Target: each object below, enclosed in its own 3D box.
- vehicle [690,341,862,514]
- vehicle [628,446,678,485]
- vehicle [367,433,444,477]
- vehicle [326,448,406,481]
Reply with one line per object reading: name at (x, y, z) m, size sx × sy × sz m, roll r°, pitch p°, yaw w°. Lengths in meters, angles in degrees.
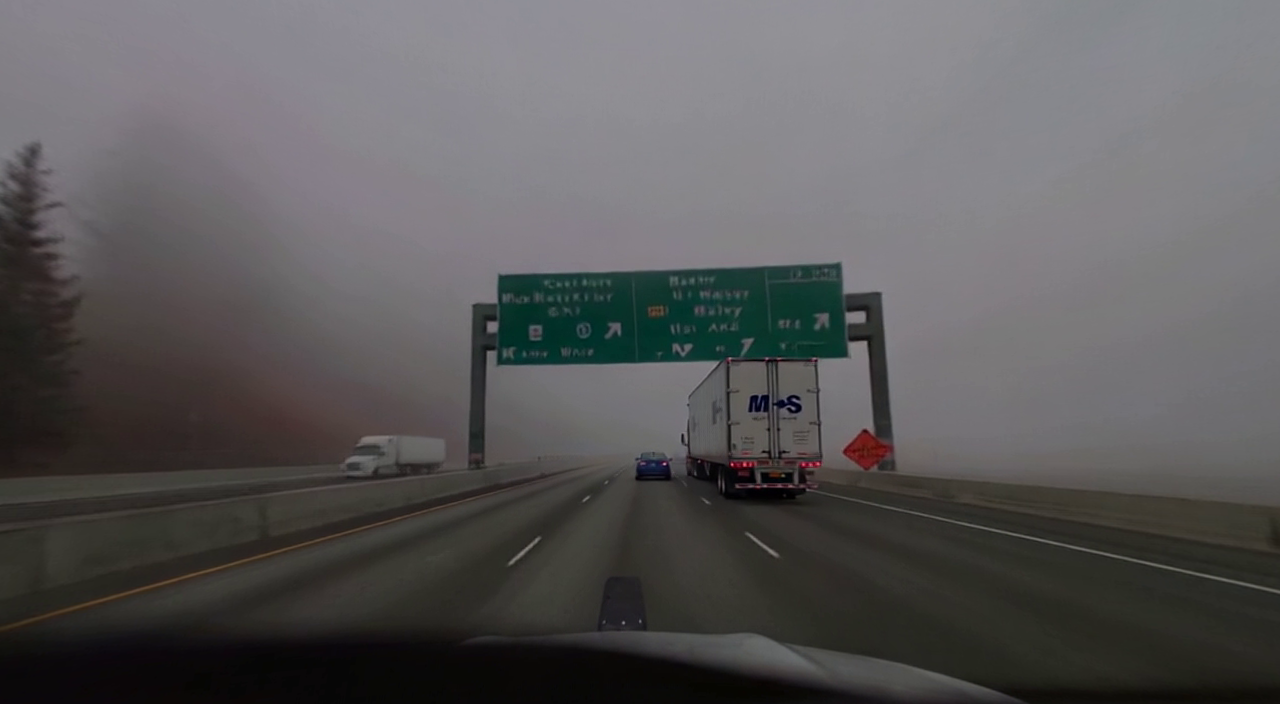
vehicle at (3.757, 2.844, 22.070) m, size 3.002 × 4.104 × 14.174 m, roll 0°, pitch -9°, yaw 0°
vehicle at (0.570, 5.173, 28.975) m, size 2.121 × 1.642 × 3.828 m, roll 0°, pitch -9°, yaw 0°
vehicle at (-16.974, 7.534, 46.260) m, size 2.732 × 2.908 × 7.110 m, roll 0°, pitch -9°, yaw 1°
vehicle at (-17.035, 7.005, 39.479) m, size 2.827 × 1.881 × 4.544 m, roll 0°, pitch -9°, yaw 1°
